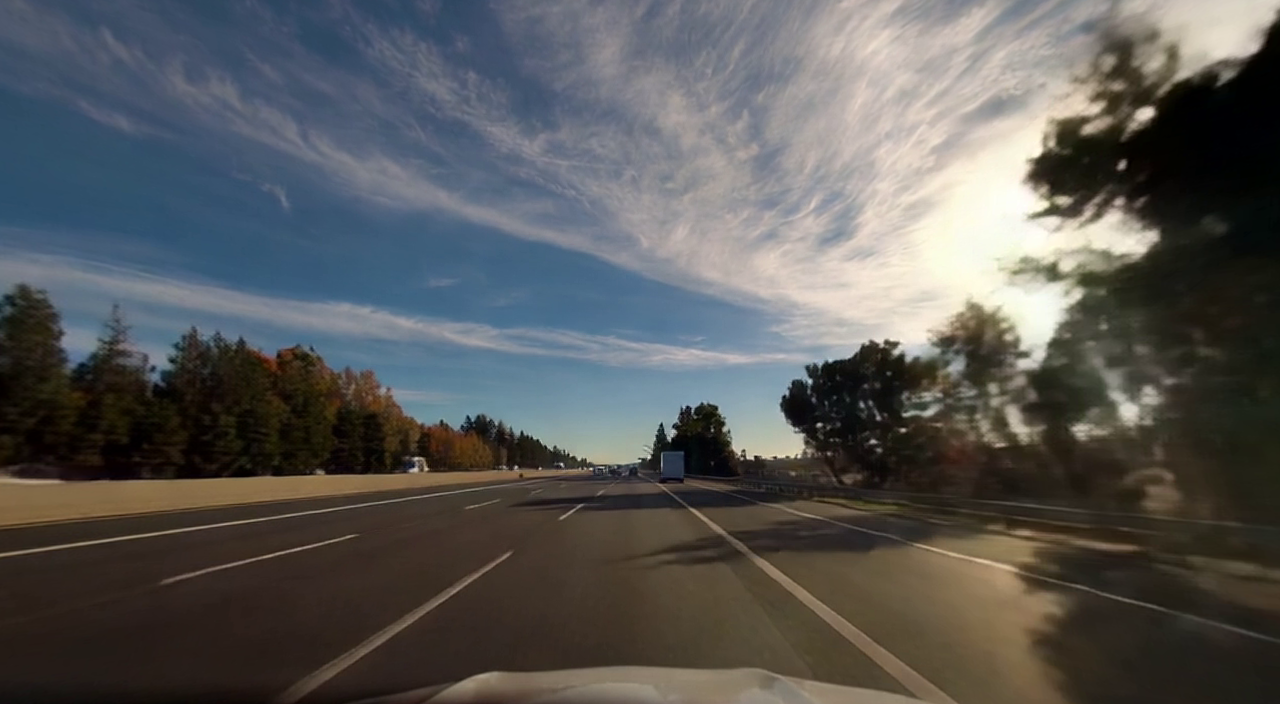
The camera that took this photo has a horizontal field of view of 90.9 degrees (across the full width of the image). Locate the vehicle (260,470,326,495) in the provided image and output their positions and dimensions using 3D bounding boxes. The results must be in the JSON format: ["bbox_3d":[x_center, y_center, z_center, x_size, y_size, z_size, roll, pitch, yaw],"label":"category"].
[{"bbox_3d":[-23.082,8.691,42.138,1.841,1.467,4.535,1,-10,0],"label":"vehicle"}]
